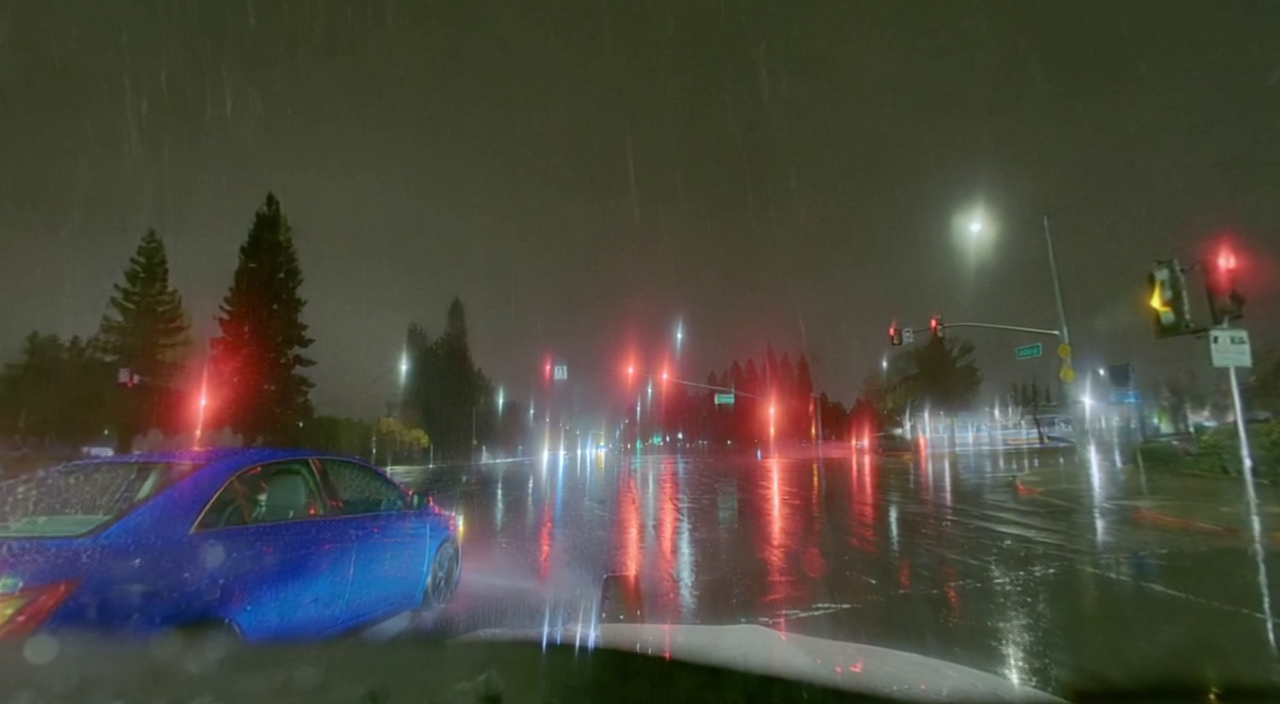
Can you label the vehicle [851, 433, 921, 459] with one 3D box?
[{"bbox_3d":[17.621,6.738,45.235,4.600,1.783,1.970,4,-10,-26],"label":"vehicle"}]
